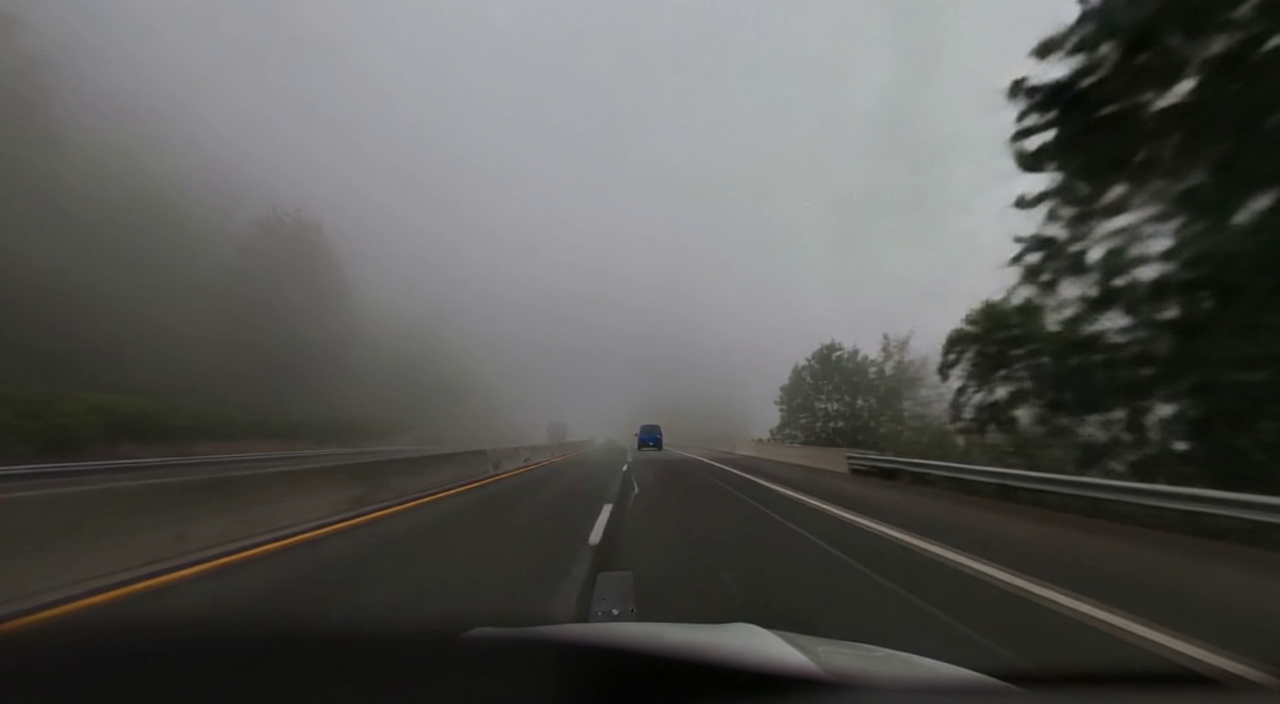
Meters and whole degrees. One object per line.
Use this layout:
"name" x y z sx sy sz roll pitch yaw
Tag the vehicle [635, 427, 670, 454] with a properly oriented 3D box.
"vehicle" 0.816 6.172 44.028 2.240 1.801 4.545 0 -8 -2
